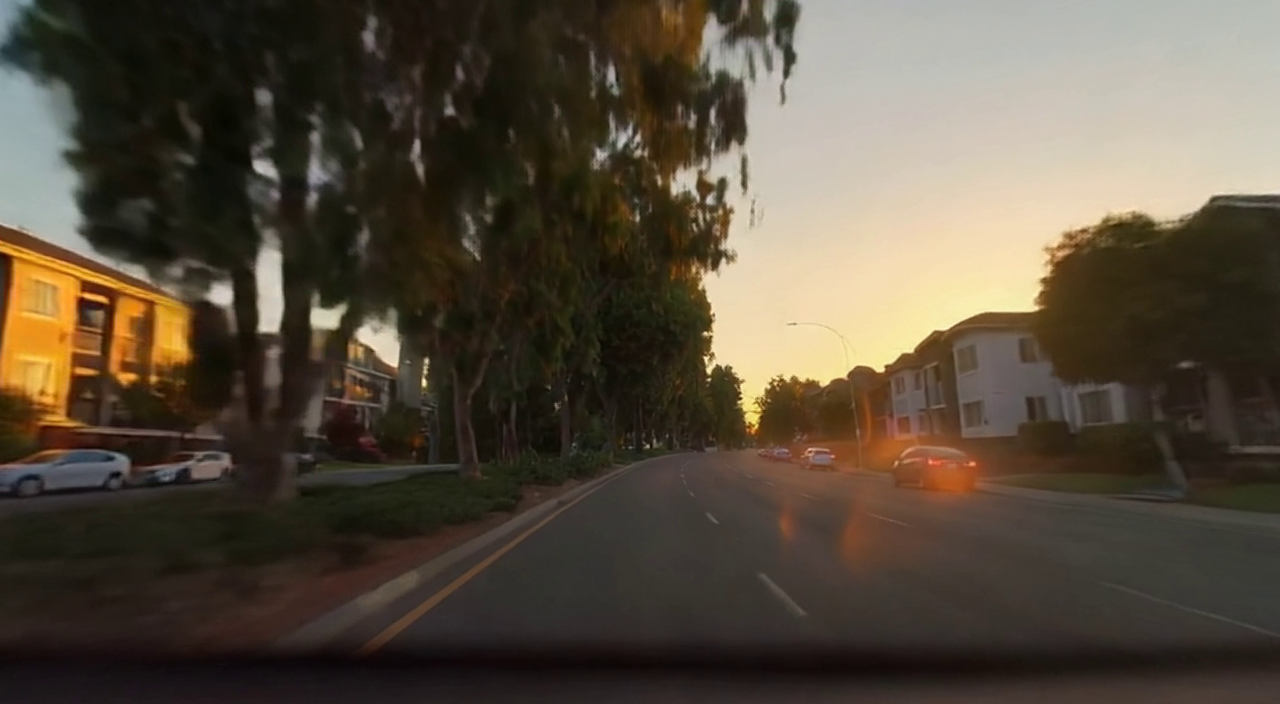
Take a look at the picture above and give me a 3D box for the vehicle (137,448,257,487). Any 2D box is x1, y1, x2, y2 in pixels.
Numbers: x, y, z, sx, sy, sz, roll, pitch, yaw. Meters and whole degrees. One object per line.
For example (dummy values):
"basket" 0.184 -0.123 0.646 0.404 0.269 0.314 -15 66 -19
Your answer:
"vehicle" -18.760 4.938 27.050 1.795 1.445 4.629 -2 -10 0

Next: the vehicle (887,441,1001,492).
"vehicle" 10.663 4.010 22.573 1.992 1.615 4.460 0 -9 3

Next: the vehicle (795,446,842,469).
"vehicle" 11.816 7.025 42.195 1.897 1.455 4.586 0 -9 2

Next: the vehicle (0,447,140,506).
"vehicle" -19.091 4.007 20.800 1.686 1.671 4.477 0 -8 -2

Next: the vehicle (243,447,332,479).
"vehicle" -18.319 5.826 33.137 2.003 1.505 4.332 -3 -10 3
